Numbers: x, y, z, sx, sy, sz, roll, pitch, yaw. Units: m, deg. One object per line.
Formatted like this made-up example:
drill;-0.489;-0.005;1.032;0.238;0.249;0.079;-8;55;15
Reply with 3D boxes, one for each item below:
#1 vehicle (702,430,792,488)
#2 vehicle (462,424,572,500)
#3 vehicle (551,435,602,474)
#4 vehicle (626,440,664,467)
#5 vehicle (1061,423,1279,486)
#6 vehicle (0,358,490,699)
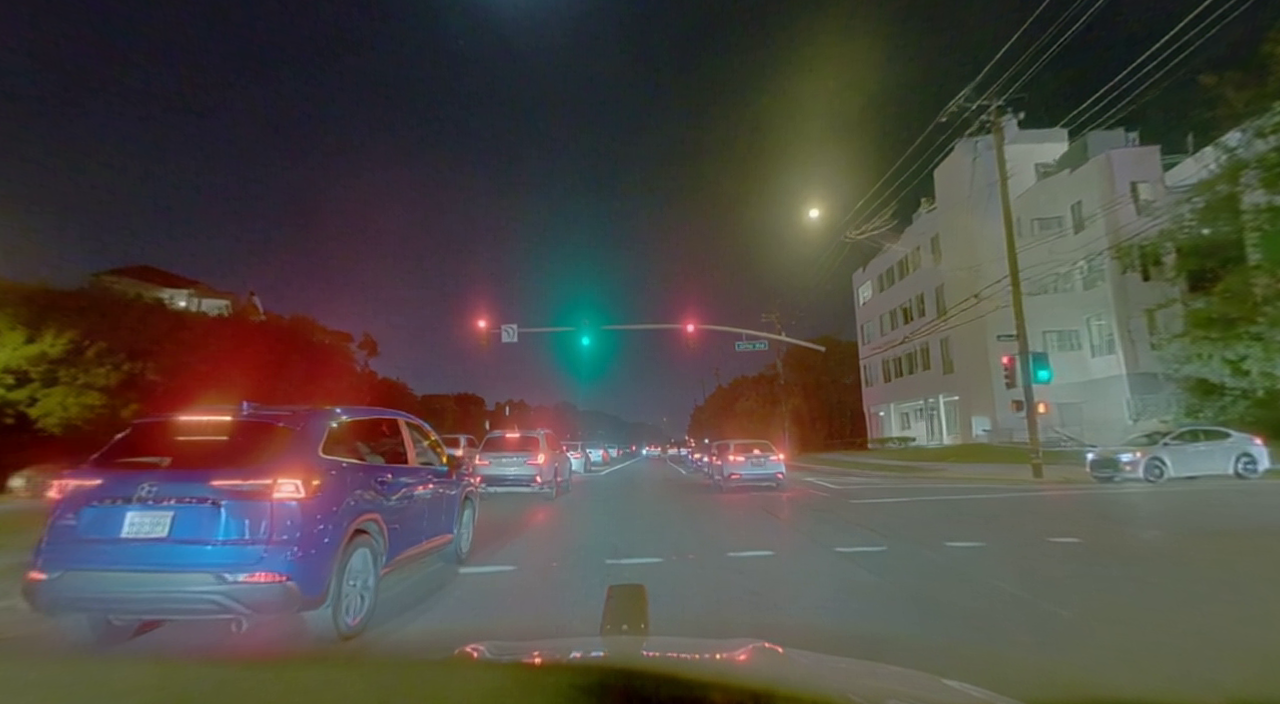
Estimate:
vehicle;3.492;3.584;21.479;2.201;1.734;4.564;0;-8;-1
vehicle;-3.116;2.889;16.941;1.958;1.744;4.315;-1;-8;1
vehicle;-2.938;4.846;29.955;1.900;1.677;4.128;-1;-8;1
vehicle;0.306;6.167;38.530;2.185;1.515;4.215;0;-8;1
vehicle;14.323;2.789;17.234;4.119;1.574;2.028;-2;-9;13
vehicle;-2.960;1.229;5.489;2.127;1.754;4.287;-1;-8;2
